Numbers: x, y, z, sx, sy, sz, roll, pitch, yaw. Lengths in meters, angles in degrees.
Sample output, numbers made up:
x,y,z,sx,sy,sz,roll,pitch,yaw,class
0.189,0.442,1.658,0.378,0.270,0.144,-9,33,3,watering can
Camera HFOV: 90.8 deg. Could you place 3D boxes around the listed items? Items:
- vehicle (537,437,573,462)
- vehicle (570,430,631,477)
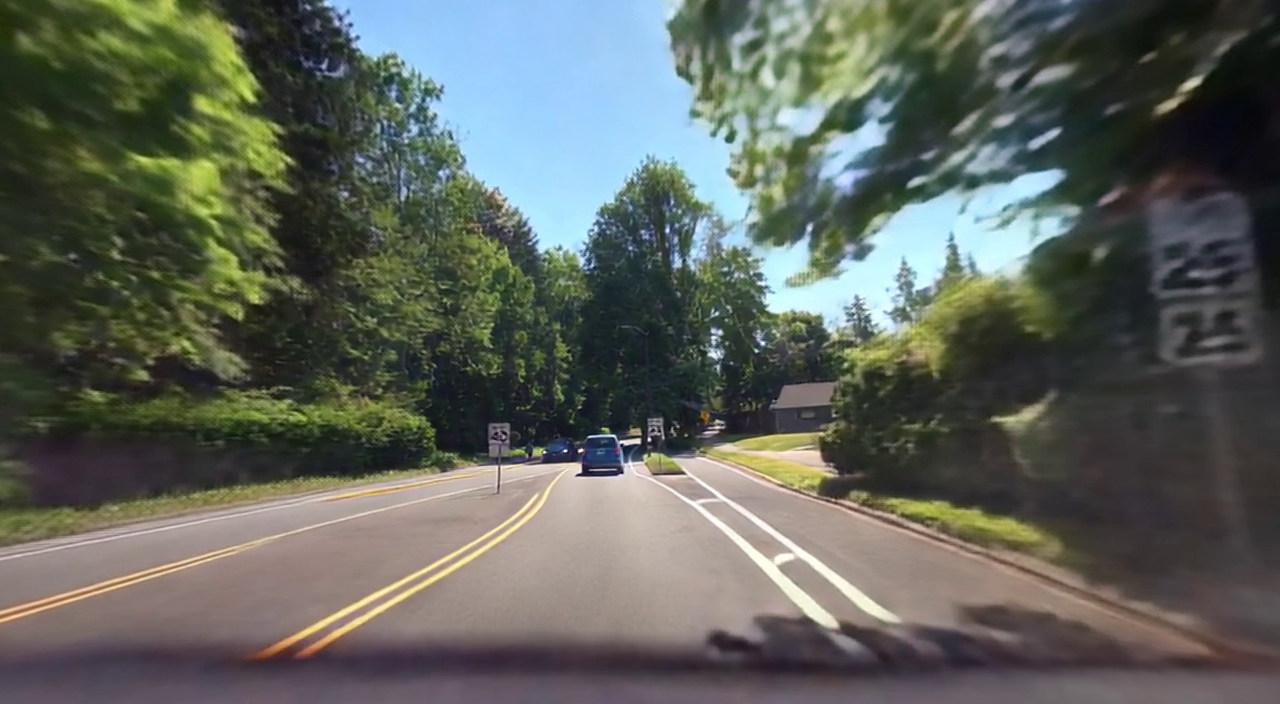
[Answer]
x,y,z,sx,sy,sz,roll,pitch,yaw,class
-5.935,6.869,44.601,2.087,1.677,4.467,0,-9,-2,vehicle
-1.544,4.050,25.318,2.216,1.708,4.110,0,-9,-2,vehicle
